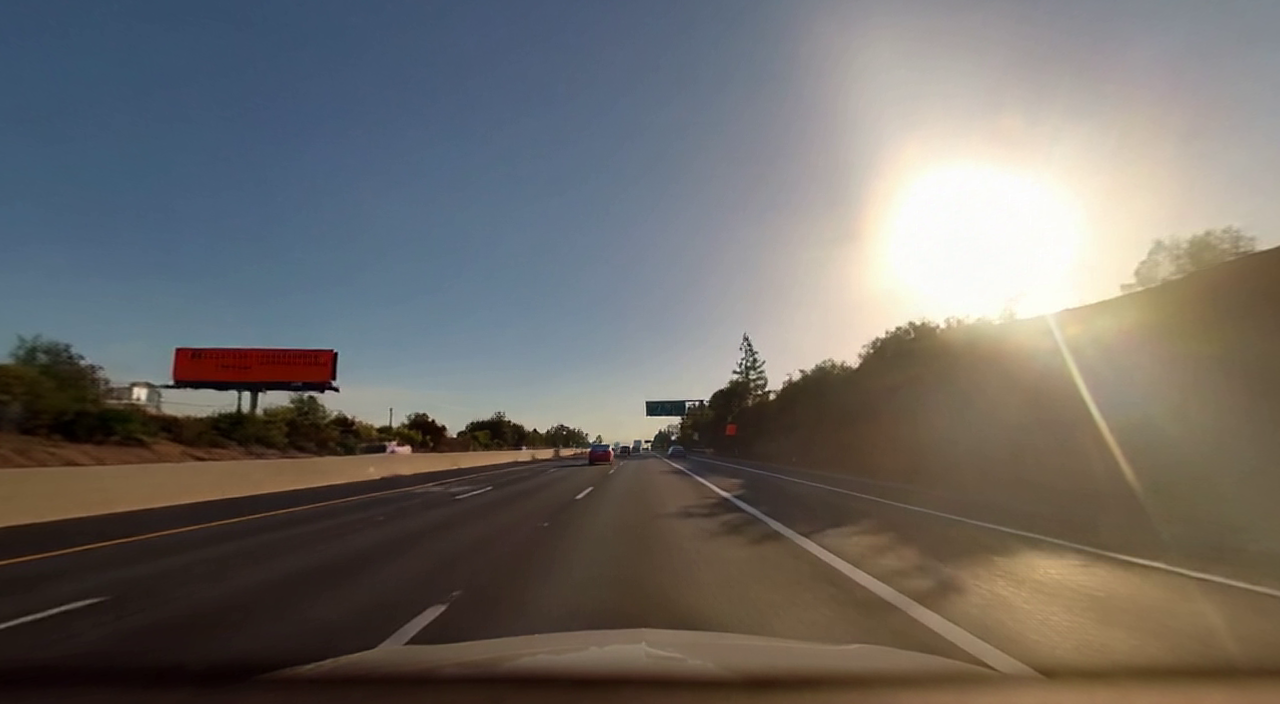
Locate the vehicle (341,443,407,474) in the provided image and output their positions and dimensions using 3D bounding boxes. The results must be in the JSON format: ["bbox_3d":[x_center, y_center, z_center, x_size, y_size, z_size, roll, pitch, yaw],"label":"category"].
[{"bbox_3d":[-16.201,6.475,38.754,1.977,1.763,4.611,0,-8,1],"label":"vehicle"}]
